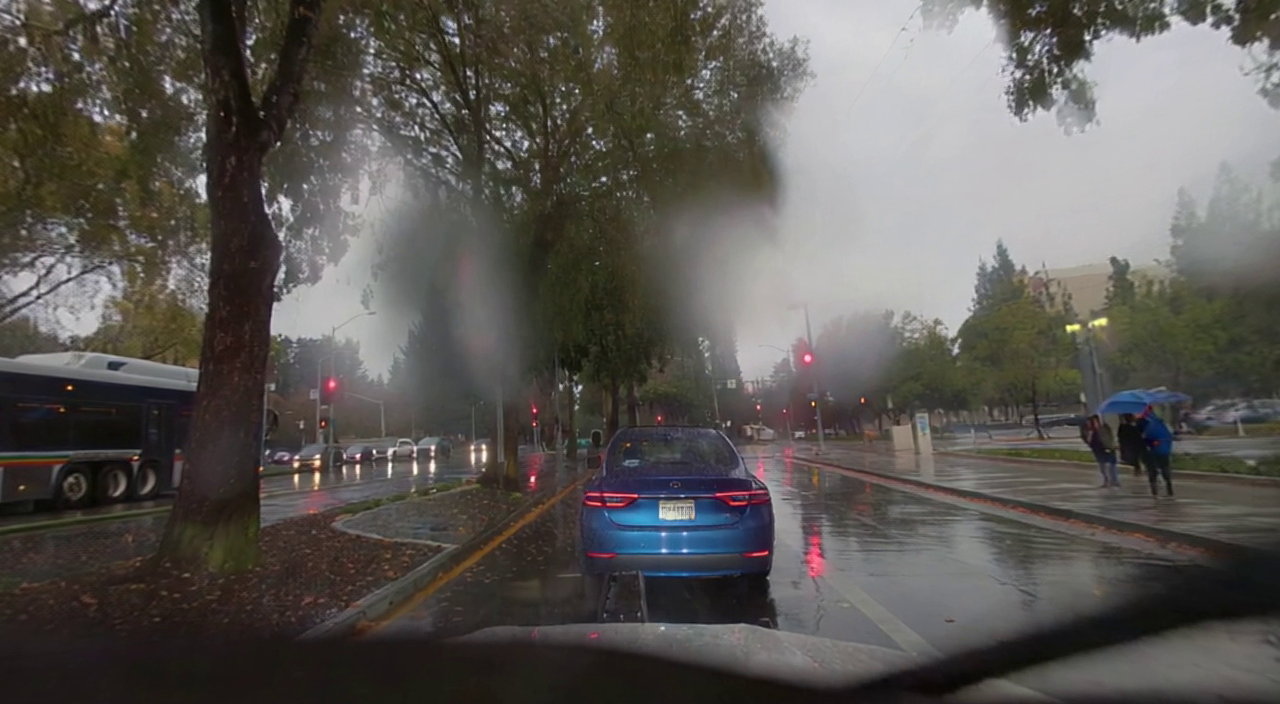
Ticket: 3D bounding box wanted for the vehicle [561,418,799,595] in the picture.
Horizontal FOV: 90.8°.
[{"bbox_3d":[0.381,1.612,7.393,2.035,1.499,3.799,0,-8,1],"label":"vehicle"}]
